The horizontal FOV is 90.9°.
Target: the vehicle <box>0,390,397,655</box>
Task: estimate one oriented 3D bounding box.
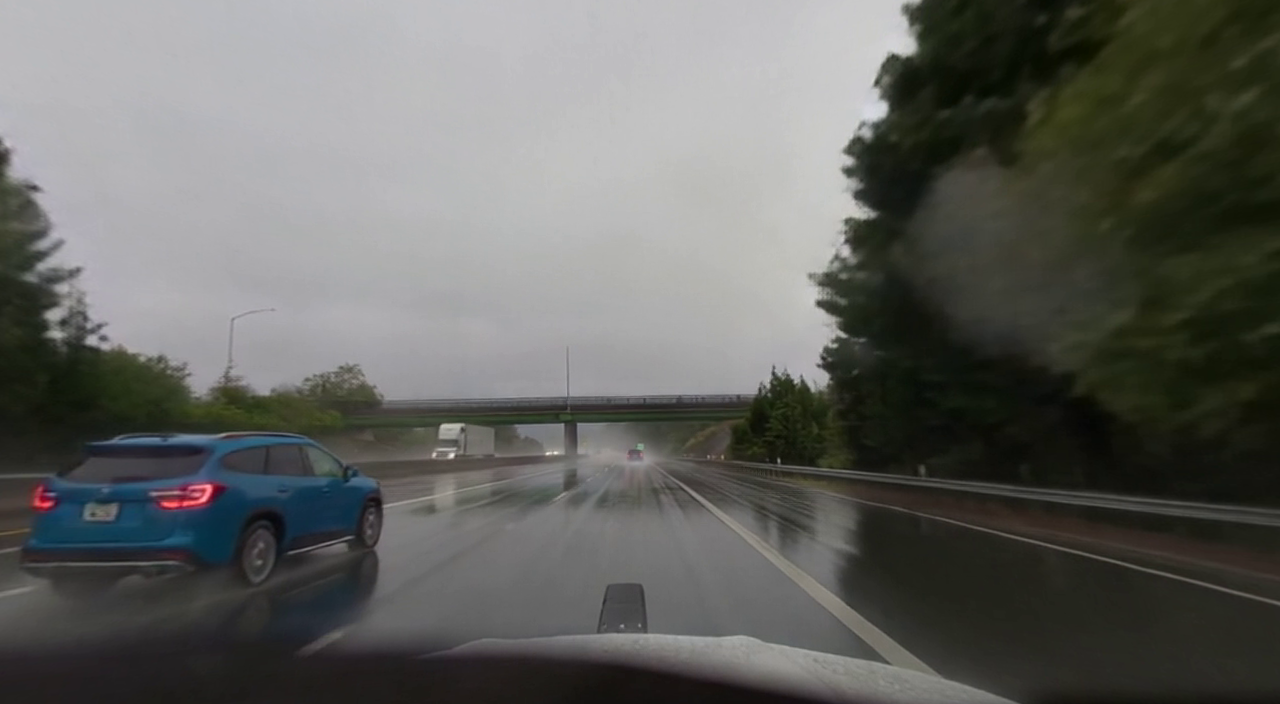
[{"bbox_3d":[-4.612,1.489,6.614,2.221,1.750,4.706,0,-9,0],"label":"vehicle"}]
